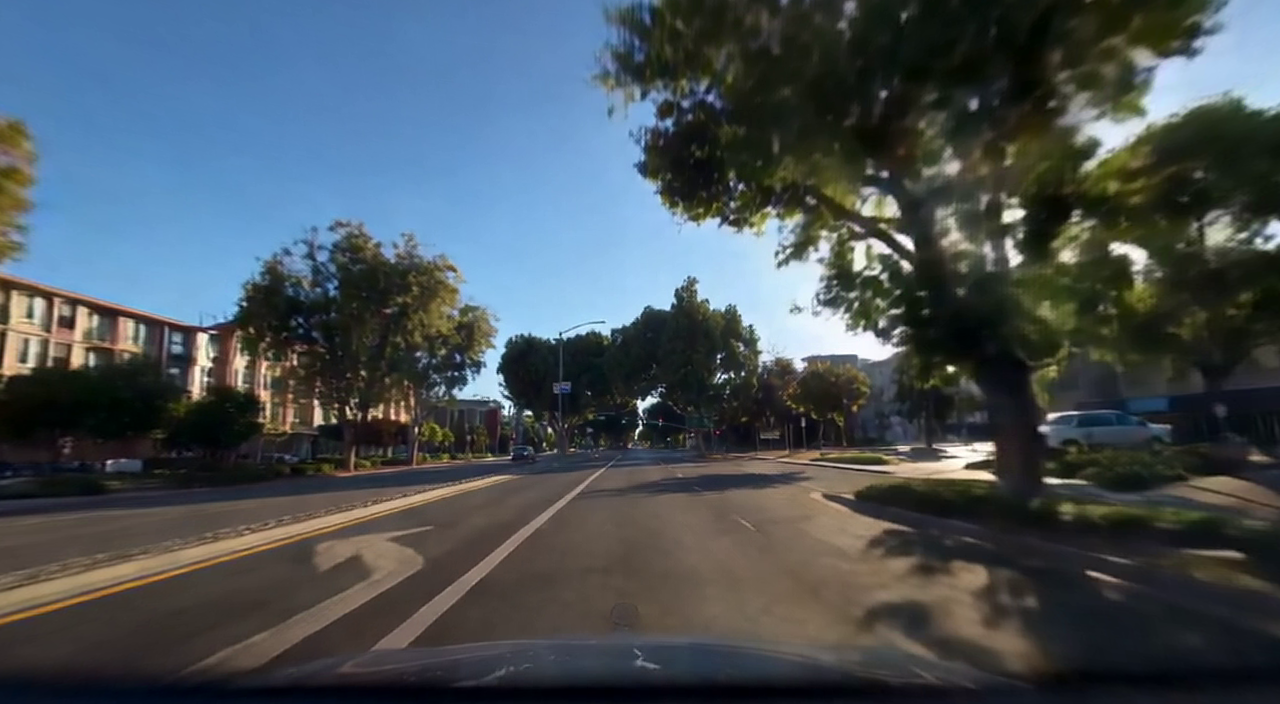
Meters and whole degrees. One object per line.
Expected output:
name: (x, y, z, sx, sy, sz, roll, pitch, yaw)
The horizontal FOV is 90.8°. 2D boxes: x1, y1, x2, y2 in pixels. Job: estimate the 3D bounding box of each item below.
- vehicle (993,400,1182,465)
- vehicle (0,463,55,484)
vehicle: (19.651, 3.579, 28.005, 6.543, 2.736, 2.324, 0, -9, -2)
vehicle: (-44.412, 8.615, 44.932, 3.890, 1.403, 1.694, 0, -9, 2)
